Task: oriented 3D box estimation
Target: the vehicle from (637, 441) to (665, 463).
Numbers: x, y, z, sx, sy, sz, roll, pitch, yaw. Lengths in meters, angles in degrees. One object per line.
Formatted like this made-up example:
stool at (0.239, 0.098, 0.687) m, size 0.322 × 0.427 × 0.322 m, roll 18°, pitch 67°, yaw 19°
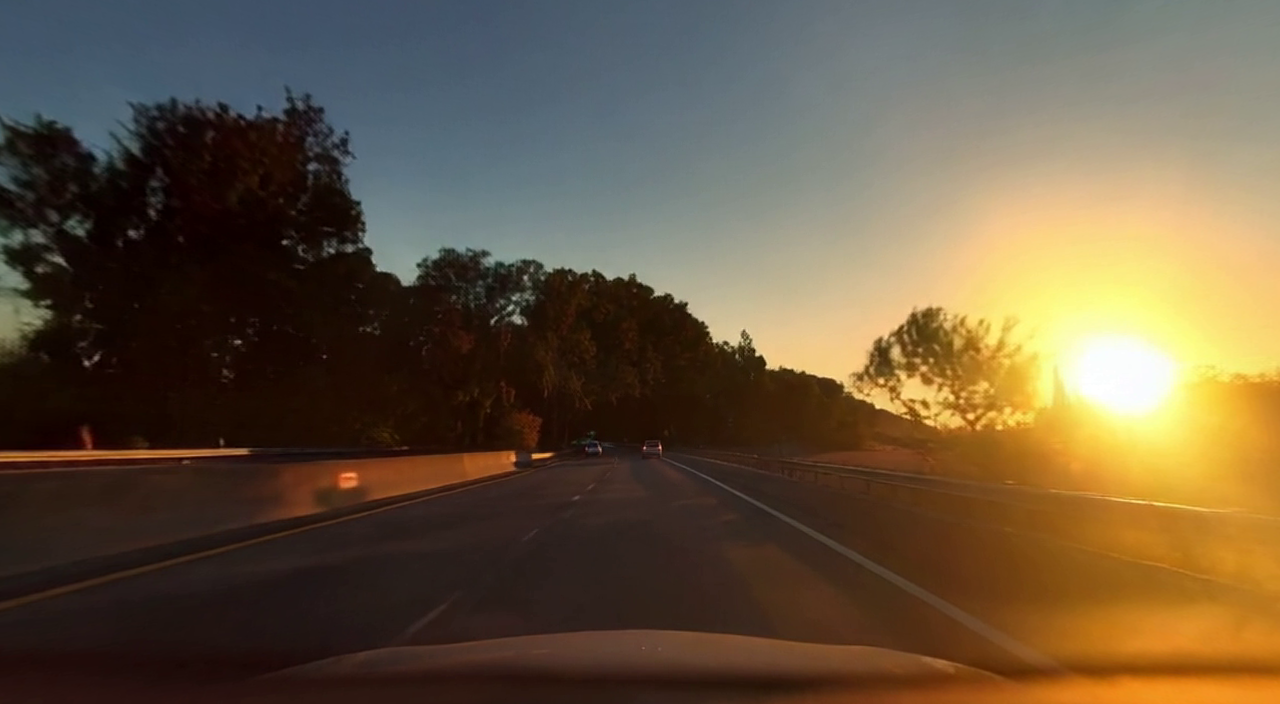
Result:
vehicle at (0.758, 7.283, 46.104) m, size 1.966 × 1.542 × 3.979 m, roll 0°, pitch -8°, yaw 0°
